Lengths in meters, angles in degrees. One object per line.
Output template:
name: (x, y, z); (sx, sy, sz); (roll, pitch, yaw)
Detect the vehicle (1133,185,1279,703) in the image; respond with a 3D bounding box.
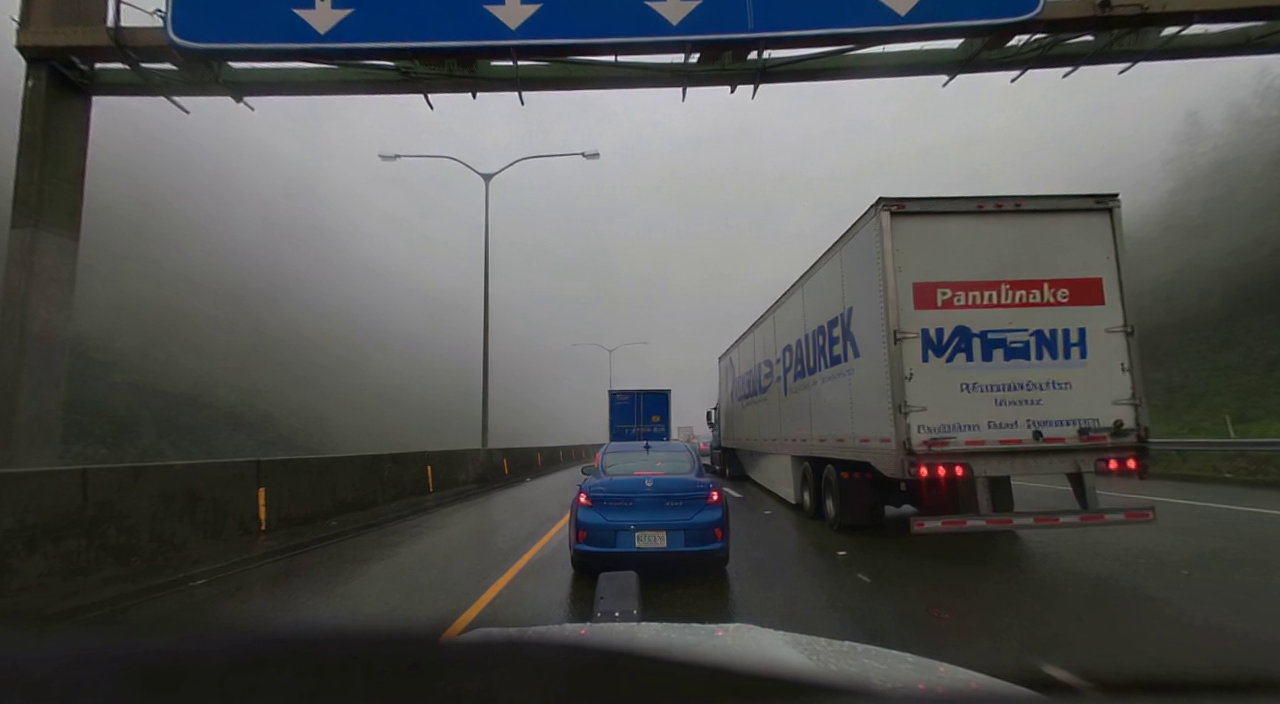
vehicle: (4.734, 0.109, 0.631); (2.892, 2.615, 6.650); (0, -8, -2)

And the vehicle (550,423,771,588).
vehicle: (0.174, 1.682, 7.700); (2.045, 1.490, 3.597); (-1, -8, 0)

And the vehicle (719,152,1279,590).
vehicle: (4.184, 1.073, 12.959); (2.827, 4.081, 14.305); (0, -8, -2)
